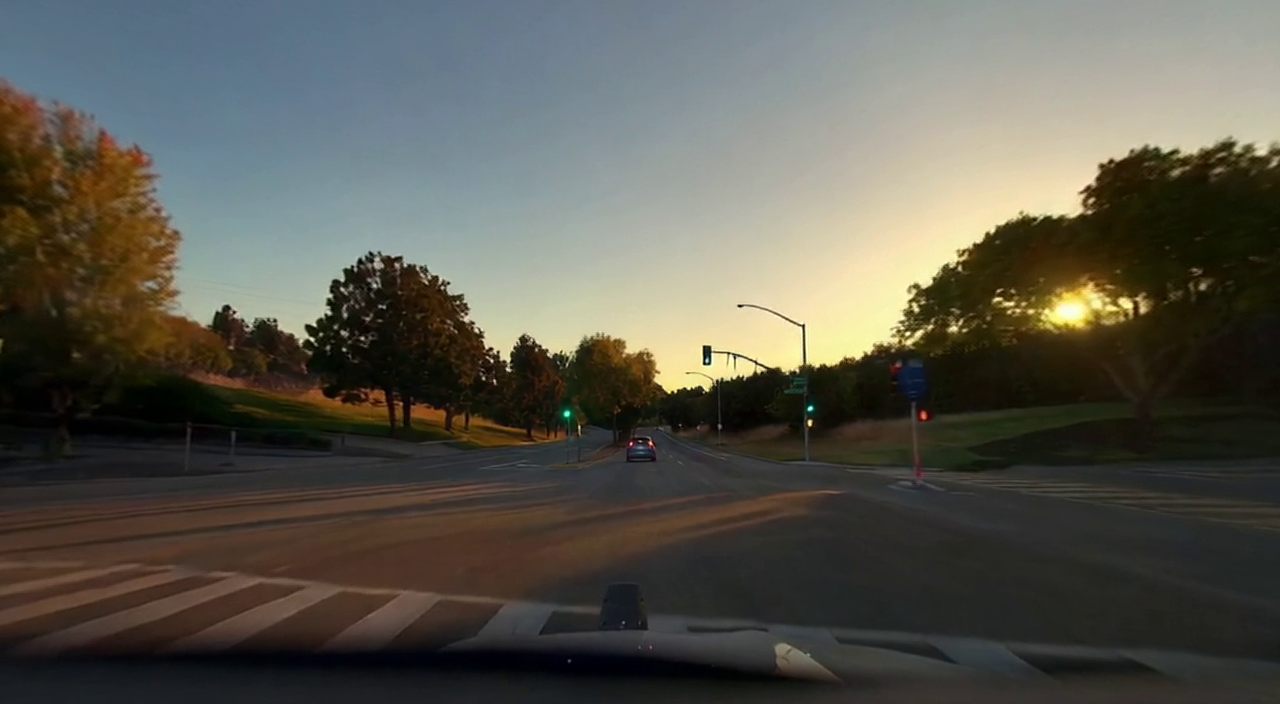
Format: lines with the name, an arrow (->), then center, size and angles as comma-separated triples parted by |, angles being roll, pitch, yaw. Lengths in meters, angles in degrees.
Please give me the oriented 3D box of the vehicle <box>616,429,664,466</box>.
vehicle -> 0.034, 4.805, 31.828 | 2.256, 1.734, 4.176 | 0, -8, 0
